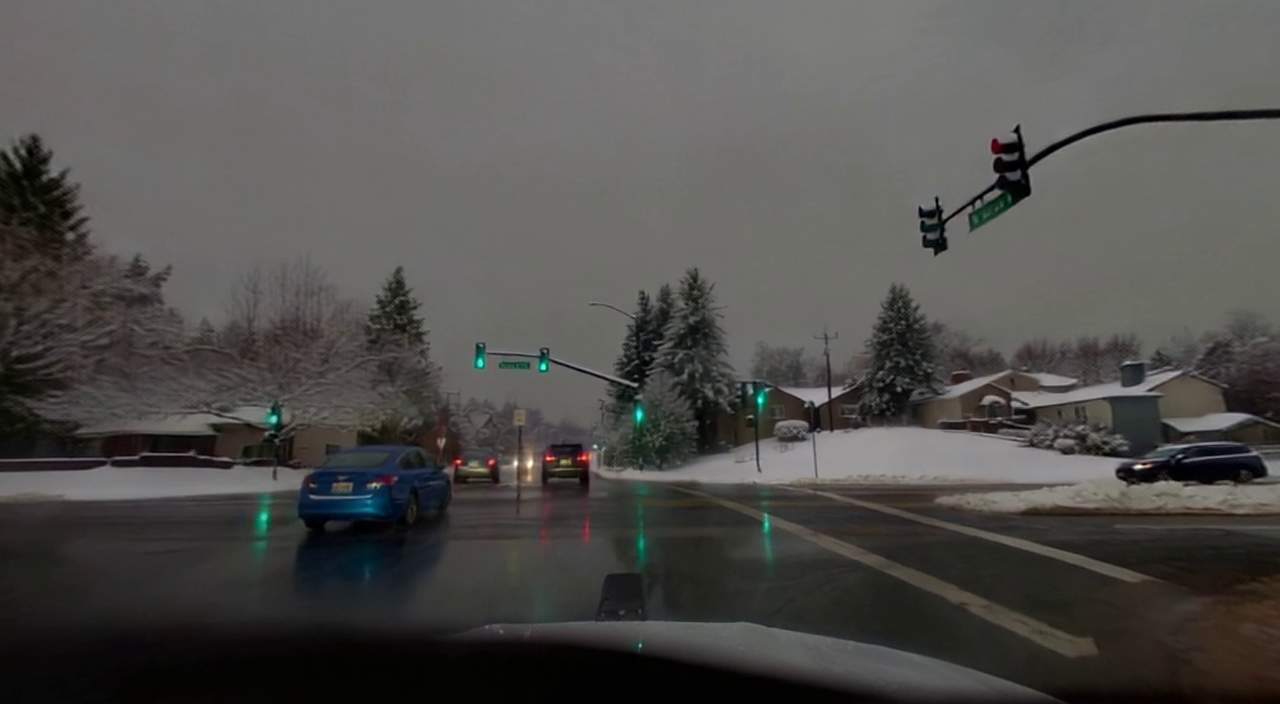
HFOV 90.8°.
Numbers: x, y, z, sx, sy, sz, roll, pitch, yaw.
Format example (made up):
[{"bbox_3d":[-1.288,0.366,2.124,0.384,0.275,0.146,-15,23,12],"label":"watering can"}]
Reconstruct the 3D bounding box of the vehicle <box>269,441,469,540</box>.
[{"bbox_3d":[-4.792,2.482,12.098,1.977,1.488,4.741,0,-9,-3],"label":"vehicle"}]

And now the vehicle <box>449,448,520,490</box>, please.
[{"bbox_3d":[-5.980,4.511,24.820,1.934,1.459,4.368,0,-9,-4],"label":"vehicle"}]

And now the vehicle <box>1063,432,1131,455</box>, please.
[{"bbox_3d":[31.527,6.346,43.742,1.905,1.483,4.322,-1,-9,7],"label":"vehicle"}]

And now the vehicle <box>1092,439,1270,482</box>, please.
[{"bbox_3d":[19.060,3.849,22.465,4.353,1.431,1.876,-2,-9,9],"label":"vehicle"}]

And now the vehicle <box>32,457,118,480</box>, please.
[{"bbox_3d":[-39.277,8.103,44.064,1.703,1.466,4.296,-1,-9,8],"label":"vehicle"}]

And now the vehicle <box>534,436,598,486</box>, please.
[{"bbox_3d":[-3.001,4.479,26.262,2.396,1.881,4.606,1,-9,-5],"label":"vehicle"}]
